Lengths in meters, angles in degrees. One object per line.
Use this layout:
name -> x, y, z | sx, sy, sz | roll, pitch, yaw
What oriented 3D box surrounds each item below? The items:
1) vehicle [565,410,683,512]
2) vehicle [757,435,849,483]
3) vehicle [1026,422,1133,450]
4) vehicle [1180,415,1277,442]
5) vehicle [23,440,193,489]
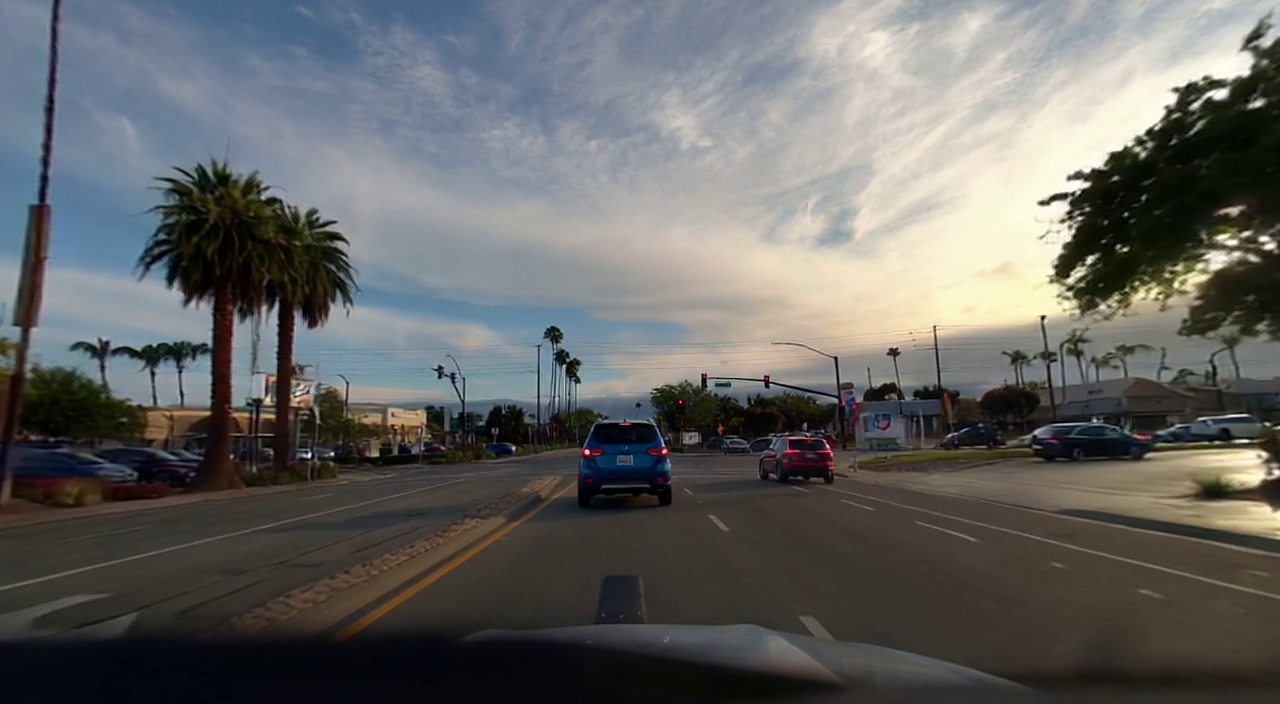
vehicle -> -0.437, 2.432, 14.506 | 2.263, 1.932, 4.709 | 0, -8, -3
vehicle -> 5.803, 3.883, 23.169 | 2.086, 1.560, 4.542 | 0, -8, -1
vehicle -> 29.189, 5.648, 42.167 | 5.390, 1.773, 2.119 | -3, -9, 21
vehicle -> 44.225, 5.837, 47.641 | 4.931, 1.912, 1.893 | -5, -10, 32
vehicle -> -19.324, 4.074, 23.101 | 4.510, 1.682, 1.902 | 0, -8, 2
